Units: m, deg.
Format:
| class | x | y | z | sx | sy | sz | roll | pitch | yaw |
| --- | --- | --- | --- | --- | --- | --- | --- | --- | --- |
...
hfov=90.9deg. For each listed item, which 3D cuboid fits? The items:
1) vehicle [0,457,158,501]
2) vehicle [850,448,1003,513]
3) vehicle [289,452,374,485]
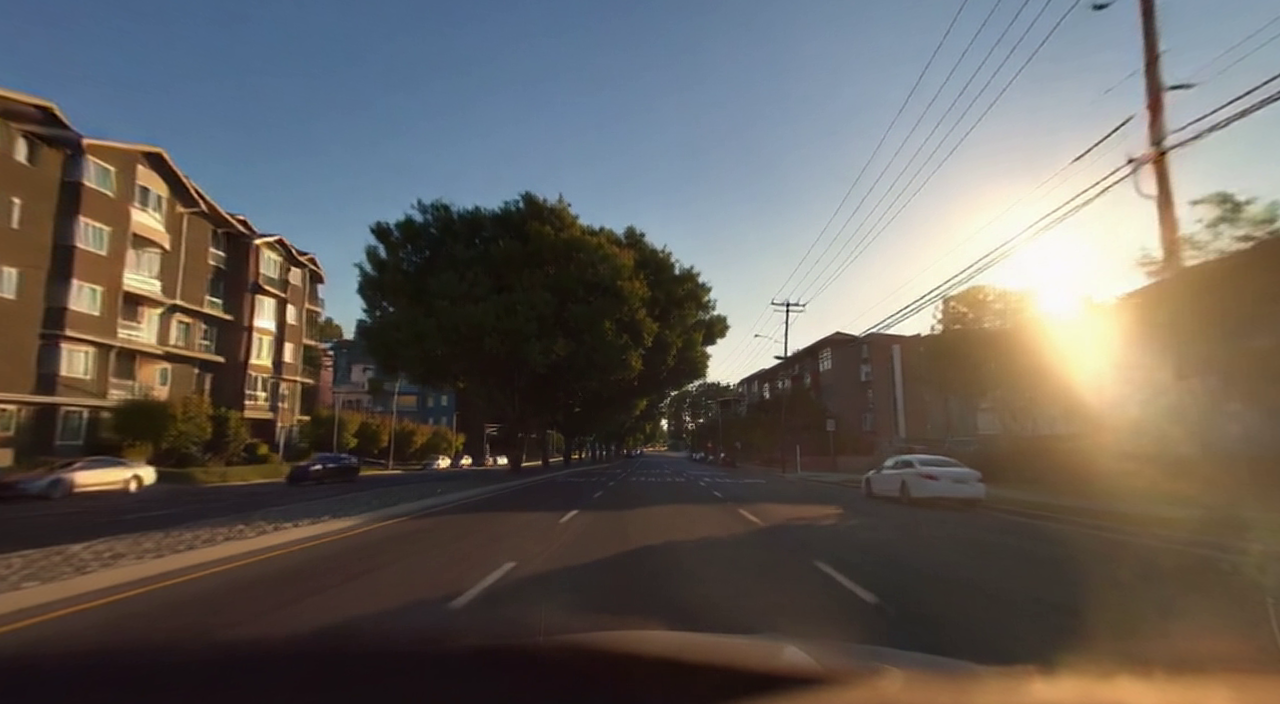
| class | x | y | z | sx | sy | sz | roll | pitch | yaw |
| --- | --- | --- | --- | --- | --- | --- | --- | --- | --- |
| vehicle | -22.057 | 4.973 | 25.096 | 1.906 | 1.487 | 4.773 | 0 | -8 | 1 |
| vehicle | 7.438 | 3.342 | 16.987 | 1.986 | 1.467 | 4.412 | 0 | -8 | -1 |
| vehicle | -15.309 | 5.786 | 31.596 | 1.873 | 1.469 | 4.442 | 0 | -8 | 2 |
